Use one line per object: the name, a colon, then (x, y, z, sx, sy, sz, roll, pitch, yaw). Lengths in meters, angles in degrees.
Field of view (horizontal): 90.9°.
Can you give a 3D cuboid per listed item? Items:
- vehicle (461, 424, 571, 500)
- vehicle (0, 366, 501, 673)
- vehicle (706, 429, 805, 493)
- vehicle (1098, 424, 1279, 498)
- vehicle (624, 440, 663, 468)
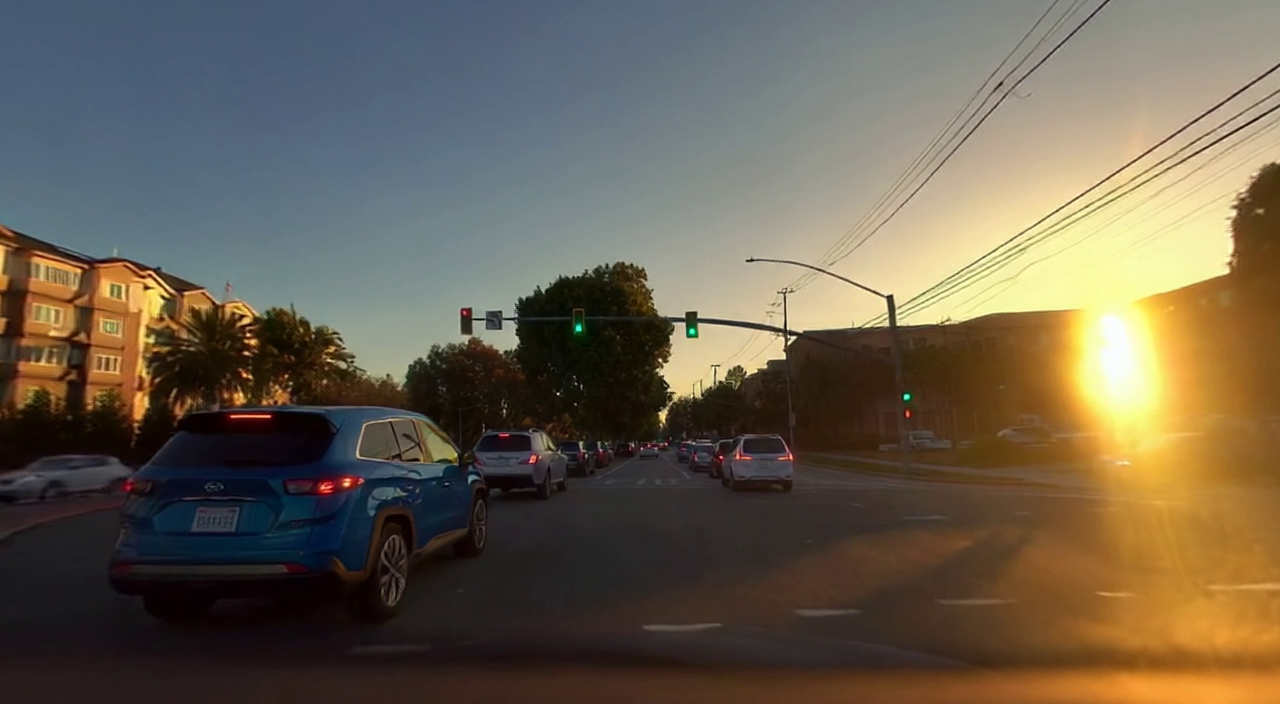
vehicle: (-3.121, 2.874, 16.850, 1.958, 1.744, 4.315, 0, -8, 1)
vehicle: (-2.916, 1.274, 5.848, 2.127, 1.754, 4.287, 0, -8, 2)
vehicle: (3.443, 3.365, 19.809, 2.201, 1.734, 4.564, 0, -8, -1)
vehicle: (13.650, 2.533, 14.789, 4.119, 1.574, 2.028, -2, -9, 14)
vehicle: (0.207, 5.914, 36.625, 2.185, 1.515, 4.215, 0, -8, 0)
